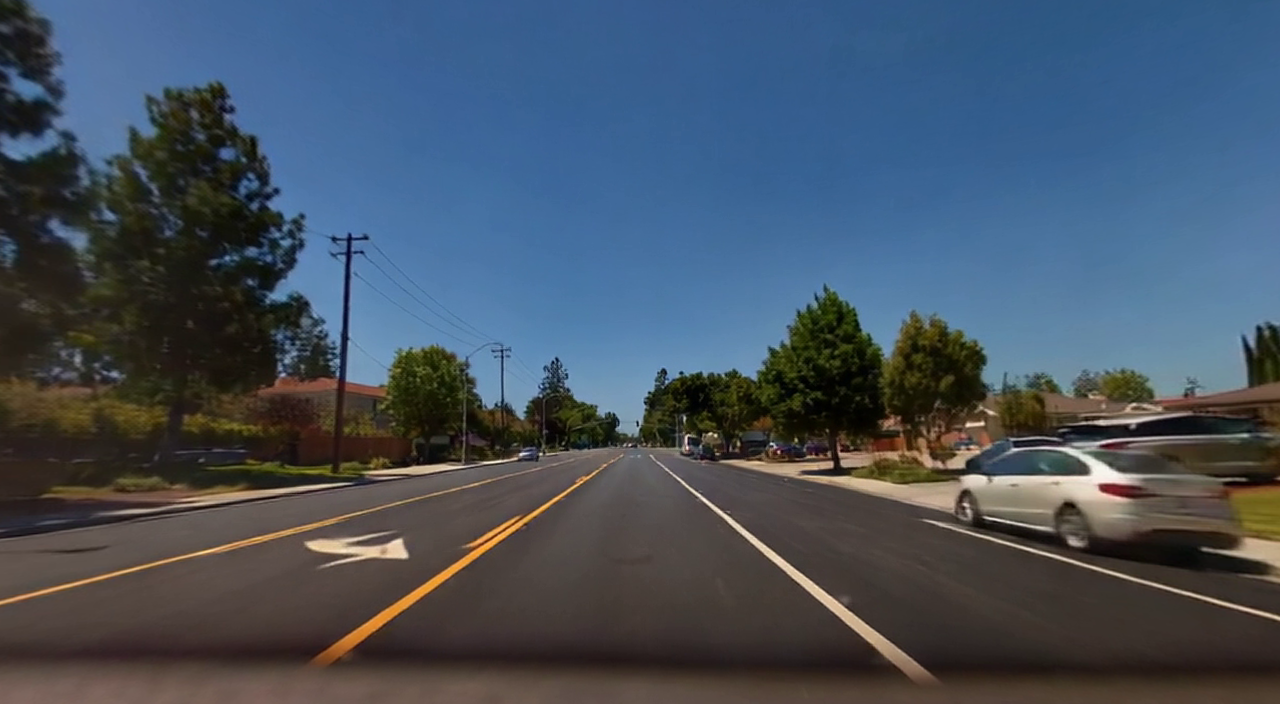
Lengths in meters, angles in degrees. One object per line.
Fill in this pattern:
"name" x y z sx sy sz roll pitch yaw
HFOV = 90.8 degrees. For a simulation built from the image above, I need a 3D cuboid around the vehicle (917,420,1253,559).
"vehicle" 6.752 2.112 10.492 2.043 1.747 4.680 0 -9 -1
